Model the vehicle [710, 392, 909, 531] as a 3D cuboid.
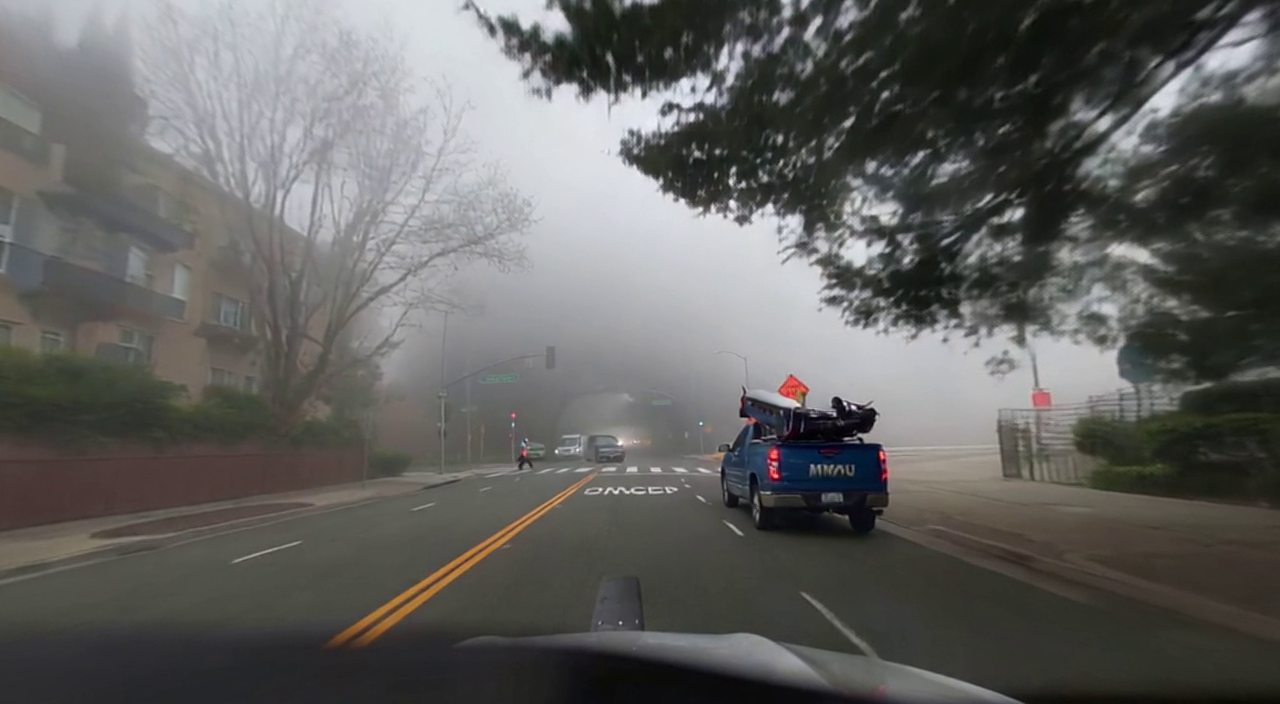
[{"bbox_3d":[2.777,1.996,12.001,2.177,2.015,5.463,0,-8,-1],"label":"vehicle"}]
